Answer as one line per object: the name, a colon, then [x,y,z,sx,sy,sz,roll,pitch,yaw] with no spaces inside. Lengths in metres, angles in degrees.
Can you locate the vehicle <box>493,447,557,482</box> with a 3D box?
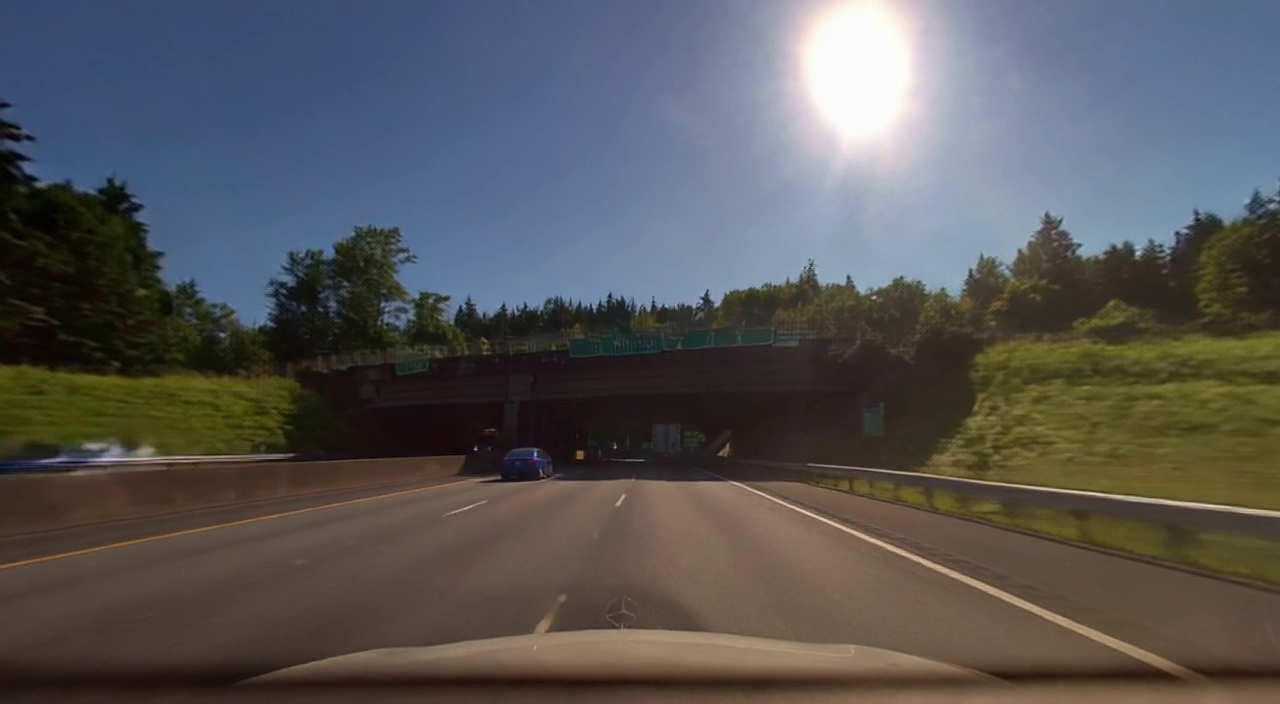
vehicle: [-5.378,5.315,30.104,2.038,1.489,4.603,-1,-9,2]

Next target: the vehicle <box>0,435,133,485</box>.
vehicle: [-19.334,3.494,20.720,1.715,1.453,4.310,0,-9,1]
